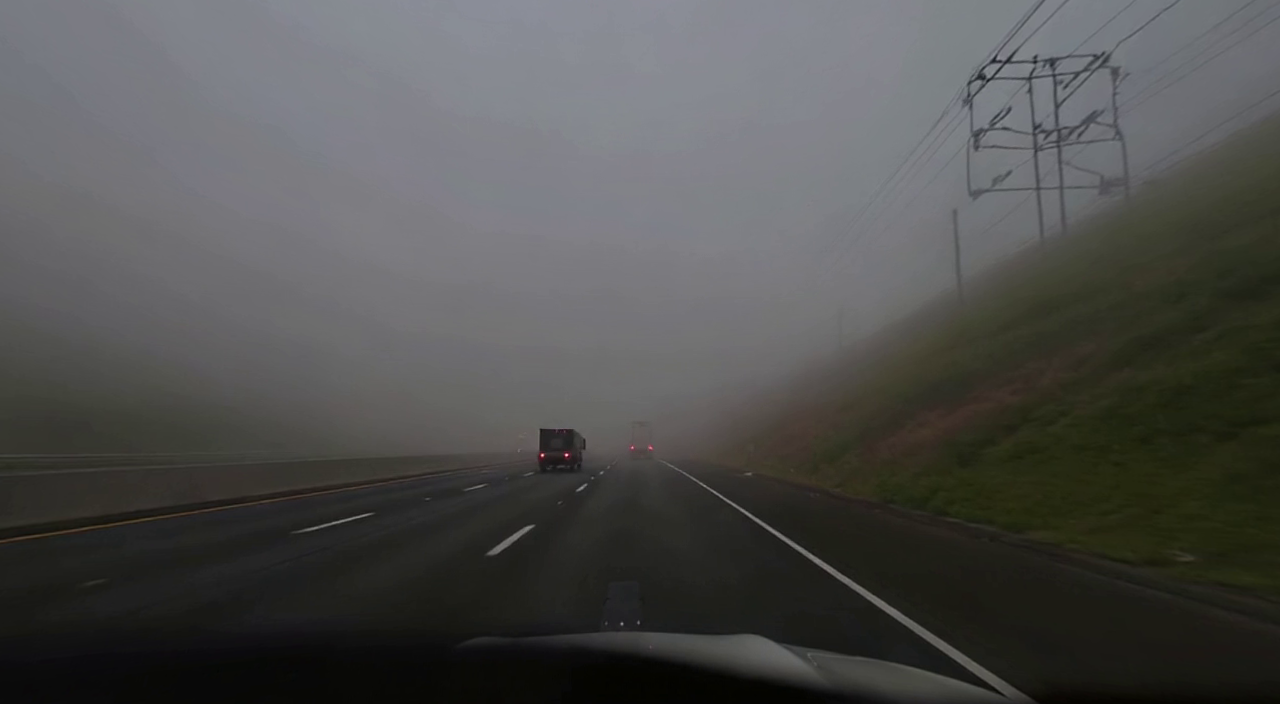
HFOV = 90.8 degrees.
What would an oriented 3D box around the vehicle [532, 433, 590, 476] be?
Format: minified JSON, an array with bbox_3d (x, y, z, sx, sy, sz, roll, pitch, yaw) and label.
[{"bbox_3d":[-3.810,5.066,31.353,2.207,1.949,4.911,0,-9,1],"label":"vehicle"}]
